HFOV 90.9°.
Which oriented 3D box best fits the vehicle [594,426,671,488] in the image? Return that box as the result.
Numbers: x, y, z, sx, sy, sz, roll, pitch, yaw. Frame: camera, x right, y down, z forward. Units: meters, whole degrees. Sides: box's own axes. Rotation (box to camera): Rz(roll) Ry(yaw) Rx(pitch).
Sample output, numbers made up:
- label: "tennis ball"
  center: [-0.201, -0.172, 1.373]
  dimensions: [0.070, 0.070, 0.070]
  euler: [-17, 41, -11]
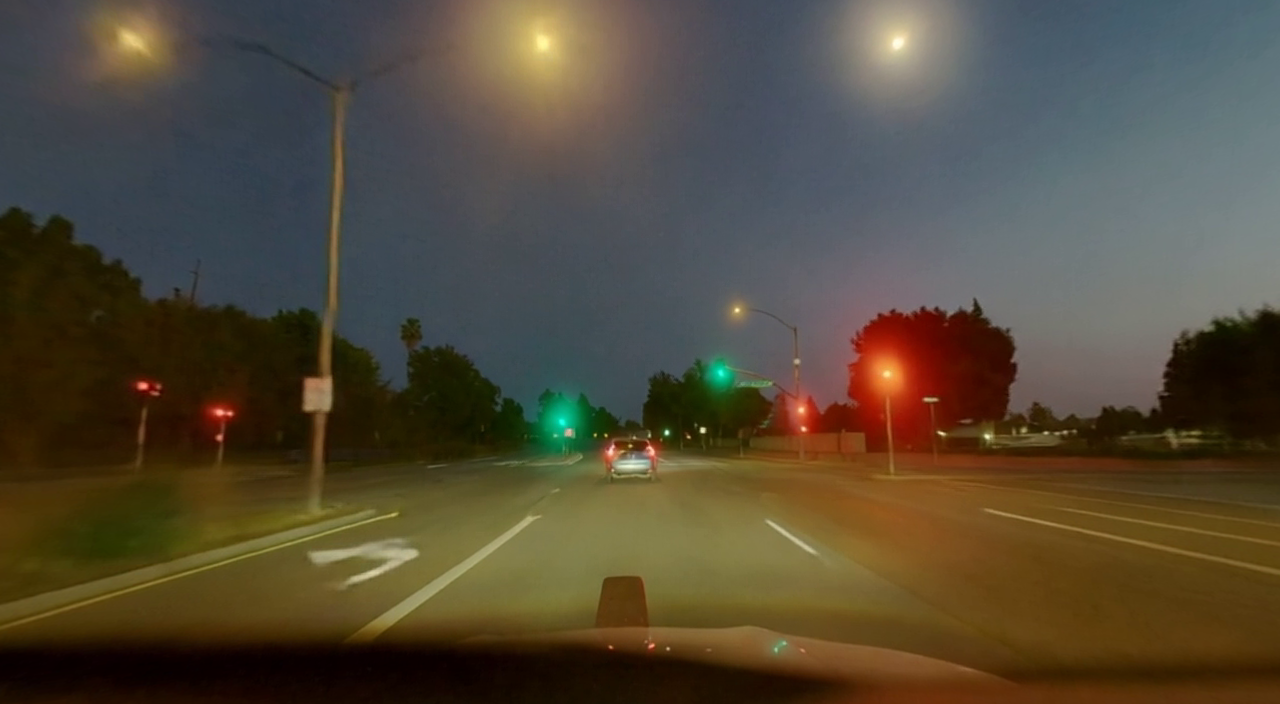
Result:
- label: "vehicle"
  center: [-0.215, 3.300, 19.997]
  dimensions: [2.192, 1.734, 4.176]
  euler: [0, -8, 0]
